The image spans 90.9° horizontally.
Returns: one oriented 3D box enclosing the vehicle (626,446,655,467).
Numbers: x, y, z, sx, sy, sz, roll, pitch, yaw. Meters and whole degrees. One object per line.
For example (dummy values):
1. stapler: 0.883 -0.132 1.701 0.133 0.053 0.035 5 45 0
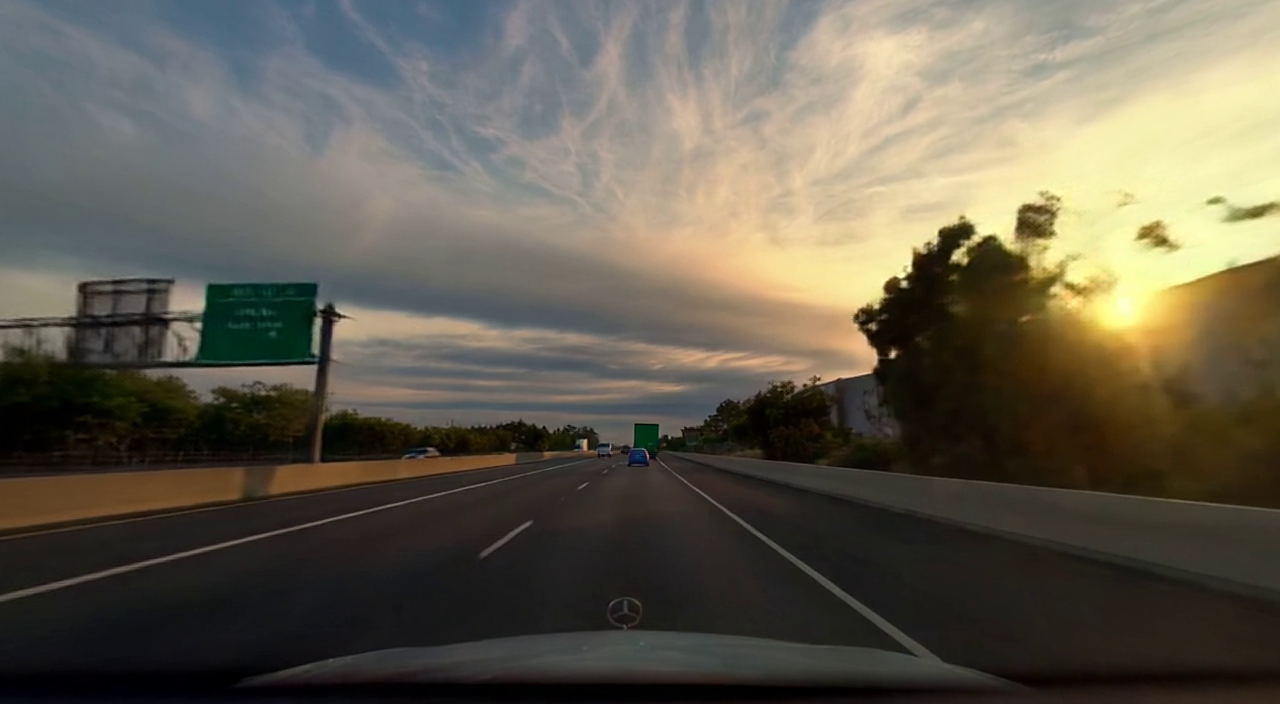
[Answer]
1. vehicle: 0.017 7.965 48.124 2.094 1.559 3.945 0 -9 0
